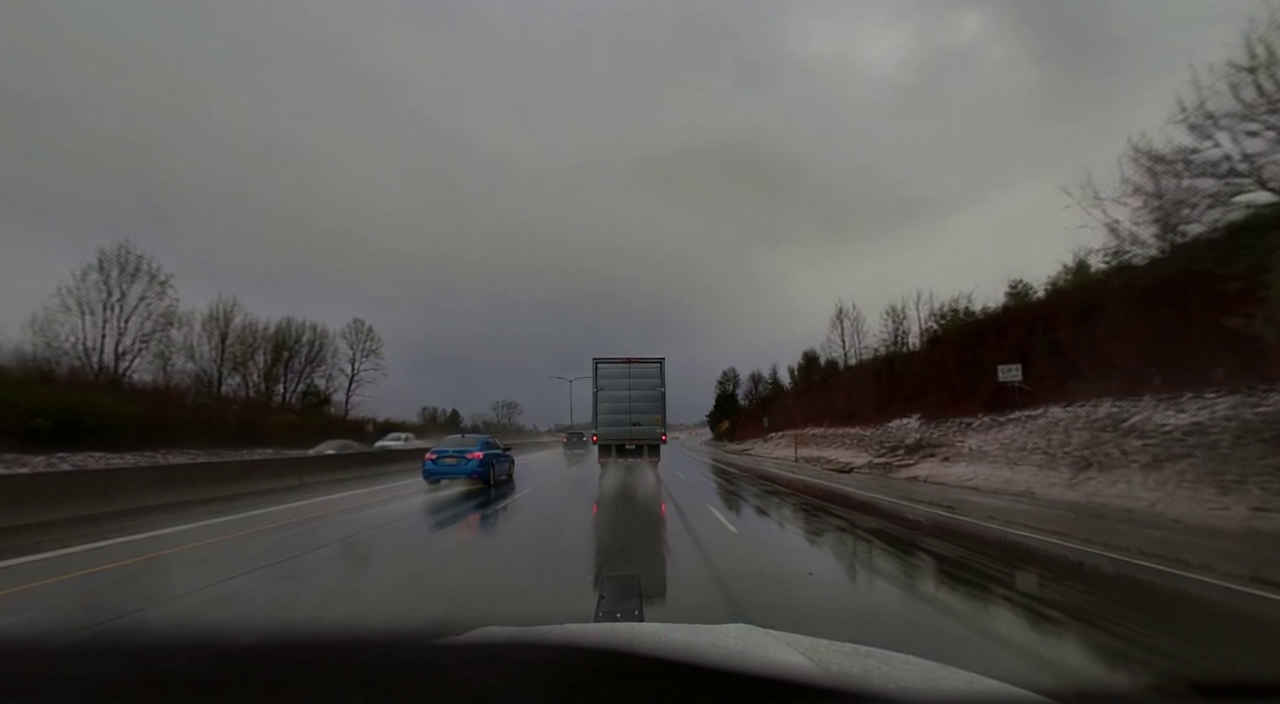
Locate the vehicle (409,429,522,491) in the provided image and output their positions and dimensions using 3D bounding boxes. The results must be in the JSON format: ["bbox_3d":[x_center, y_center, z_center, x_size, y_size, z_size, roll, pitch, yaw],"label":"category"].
[{"bbox_3d":[-4.742,2.972,17.800,1.931,1.539,4.441,0,-8,0],"label":"vehicle"}]

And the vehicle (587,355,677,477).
[{"bbox_3d":[-0.371,2.763,25.884,2.953,4.041,10.072,0,-8,-1],"label":"vehicle"}]

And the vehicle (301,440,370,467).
[{"bbox_3d":[-18.140,6.024,37.658,1.883,1.499,4.621,0,-8,-1],"label":"vehicle"}]

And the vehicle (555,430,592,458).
[{"bbox_3d":[-4.556,6.357,43.774,2.019,1.834,4.644,0,-8,0],"label":"vehicle"}]
